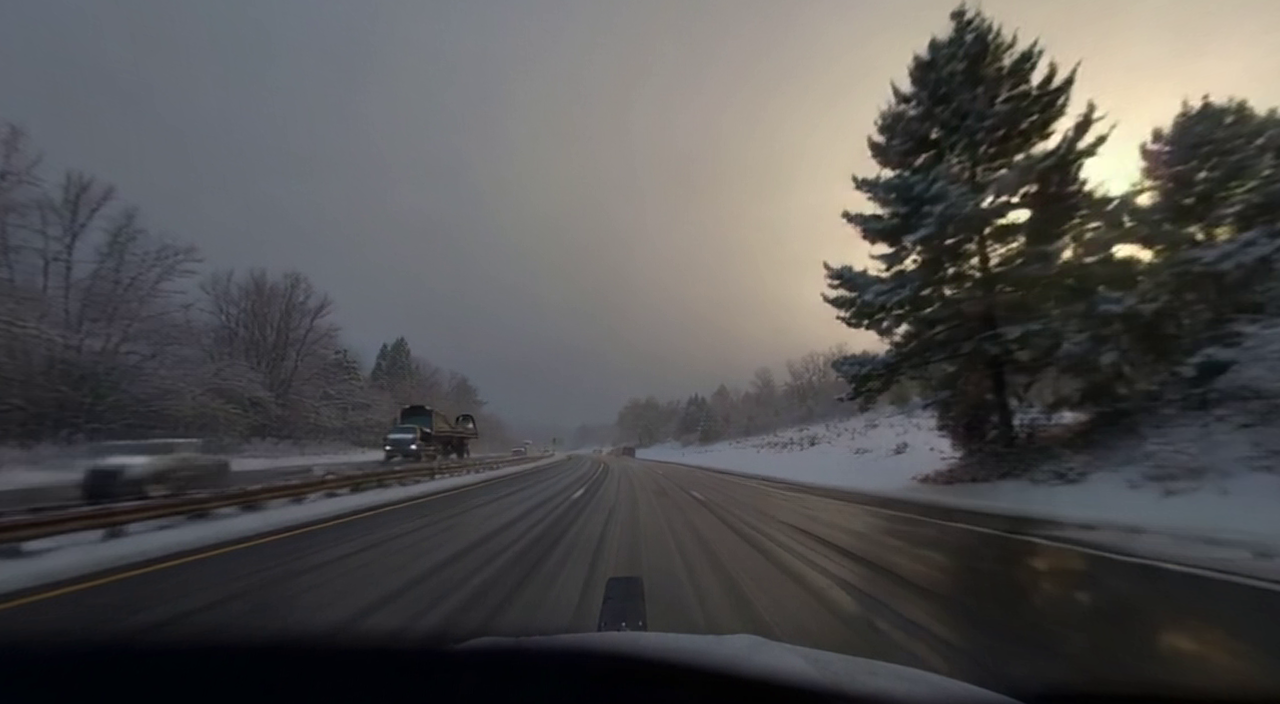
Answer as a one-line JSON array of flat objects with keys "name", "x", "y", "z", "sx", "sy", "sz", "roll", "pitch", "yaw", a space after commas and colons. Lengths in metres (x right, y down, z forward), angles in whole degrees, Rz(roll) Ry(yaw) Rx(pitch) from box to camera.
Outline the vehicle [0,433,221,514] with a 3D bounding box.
[{"name": "vehicle", "x": -12.012, "y": 2.615, "z": 13.996, "sx": 2.540, "sy": 1.509, "sz": 4.188, "roll": 0, "pitch": -9, "yaw": -1}]

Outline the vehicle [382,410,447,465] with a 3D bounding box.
[{"name": "vehicle", "x": -17.214, "y": 6.667, "z": 48.528, "sx": 3.031, "sy": 3.950, "sz": 5.826, "roll": 0, "pitch": -9, "yaw": -3}]
